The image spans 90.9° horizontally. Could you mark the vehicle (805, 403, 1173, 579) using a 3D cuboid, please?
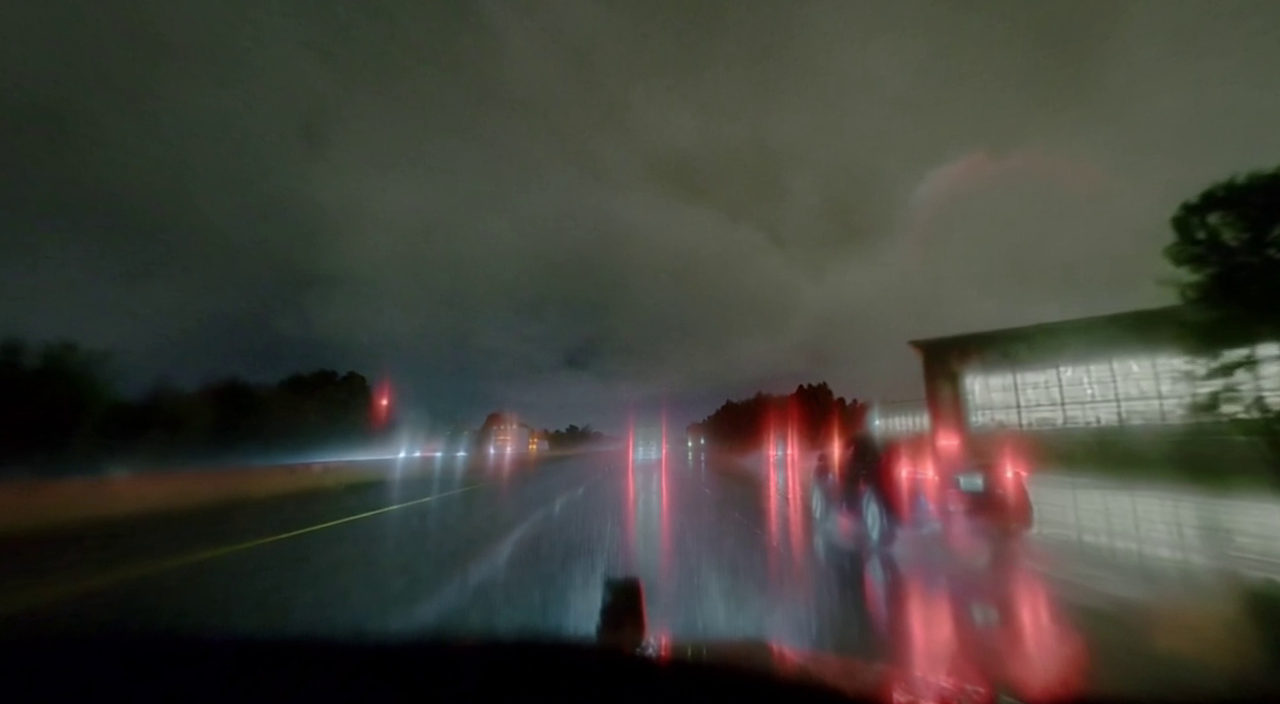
[{"bbox_3d":[3.863,1.670,8.359,2.008,1.595,5.082,0,-9,1],"label":"vehicle"}]

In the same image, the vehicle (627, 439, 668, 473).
[{"bbox_3d":[0.394,5.433,32.995,2.015,1.639,4.086,0,-9,0],"label":"vehicle"}]

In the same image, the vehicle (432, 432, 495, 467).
[{"bbox_3d":[-11.925,6.692,43.115,2.304,2.203,6.144,-1,-9,3],"label":"vehicle"}]

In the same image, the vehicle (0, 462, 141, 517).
[{"bbox_3d":[-19.201,4.368,20.537,1.889,1.486,4.749,0,-9,1],"label":"vehicle"}]
